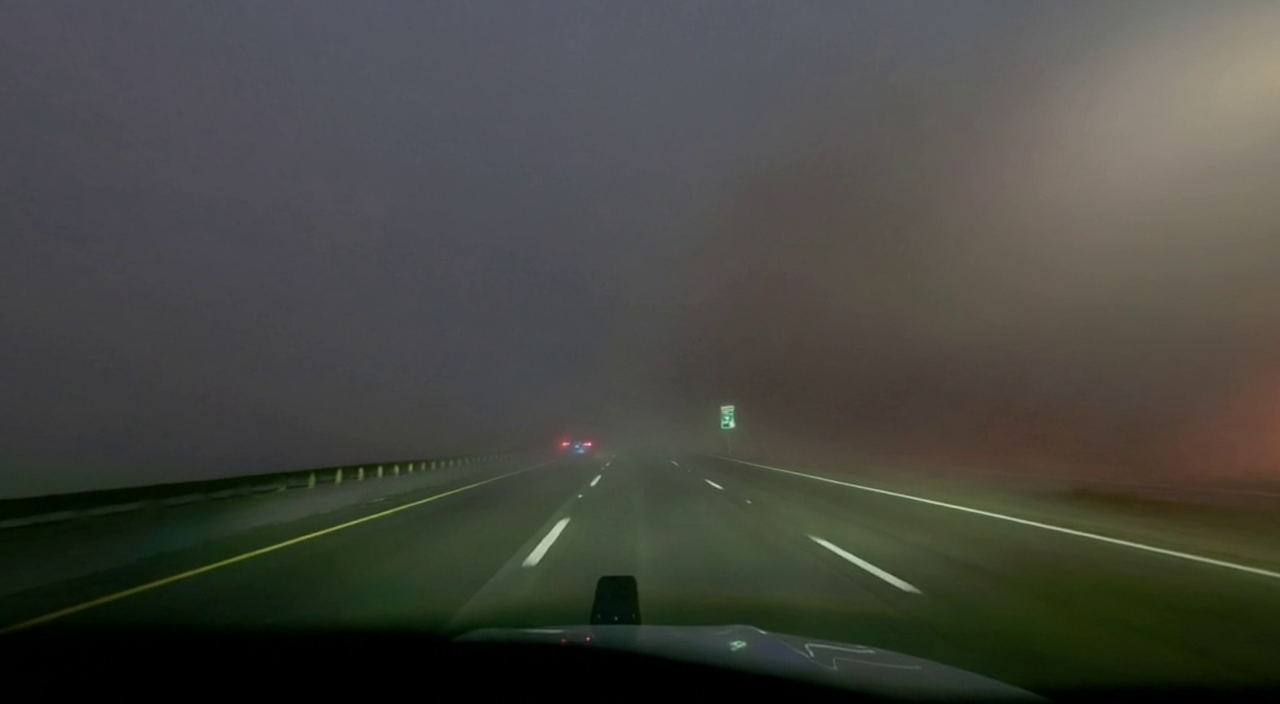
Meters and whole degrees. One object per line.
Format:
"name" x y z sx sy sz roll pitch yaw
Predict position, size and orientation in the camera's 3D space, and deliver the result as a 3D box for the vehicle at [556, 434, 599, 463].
"vehicle" -3.697 5.773 37.819 2.206 1.604 4.374 0 -8 -1
